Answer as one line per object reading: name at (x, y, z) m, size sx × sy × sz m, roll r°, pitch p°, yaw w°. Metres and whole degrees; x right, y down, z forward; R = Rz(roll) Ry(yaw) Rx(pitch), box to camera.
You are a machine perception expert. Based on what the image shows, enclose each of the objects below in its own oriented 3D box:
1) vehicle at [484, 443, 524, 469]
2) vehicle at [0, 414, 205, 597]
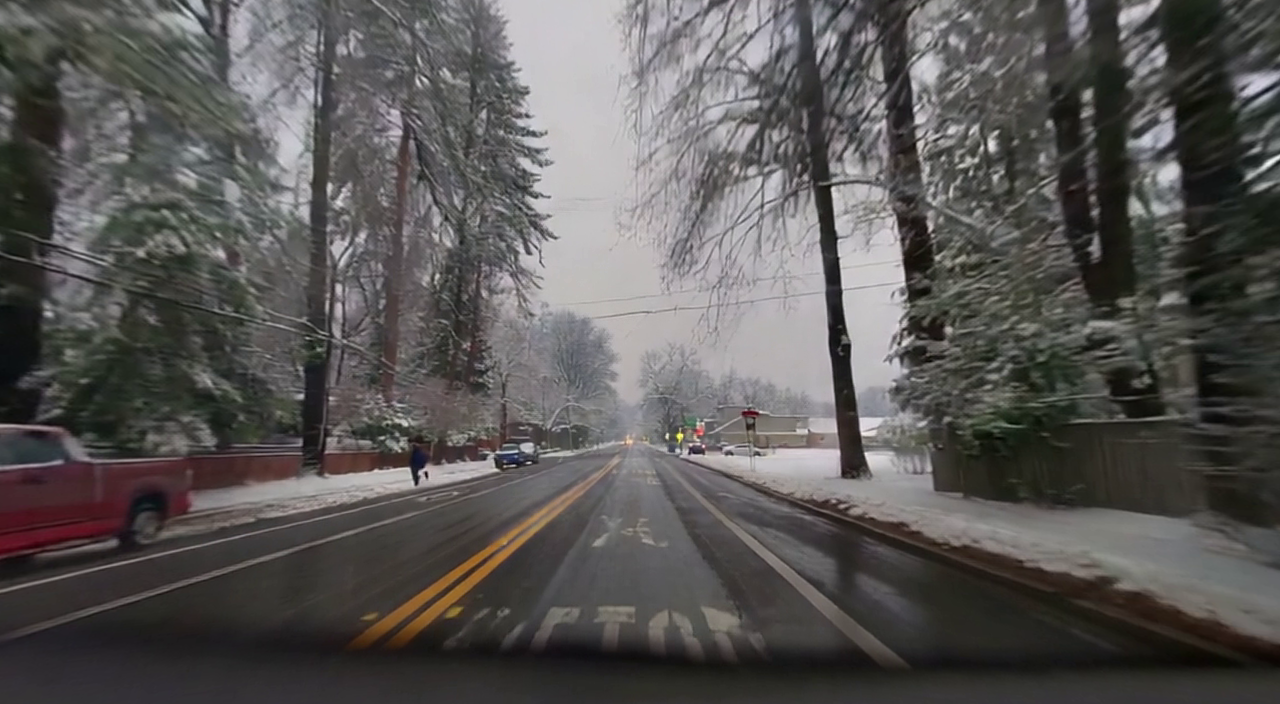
vehicle at (-9.392, 7.222, 43.791) m, size 1.998 × 1.684 × 4.180 m, roll 1°, pitch -8°, yaw -2°
vehicle at (-7.241, 1.607, 6.543) m, size 2.063 × 1.756 × 4.792 m, roll -4°, pitch -8°, yaw 0°
